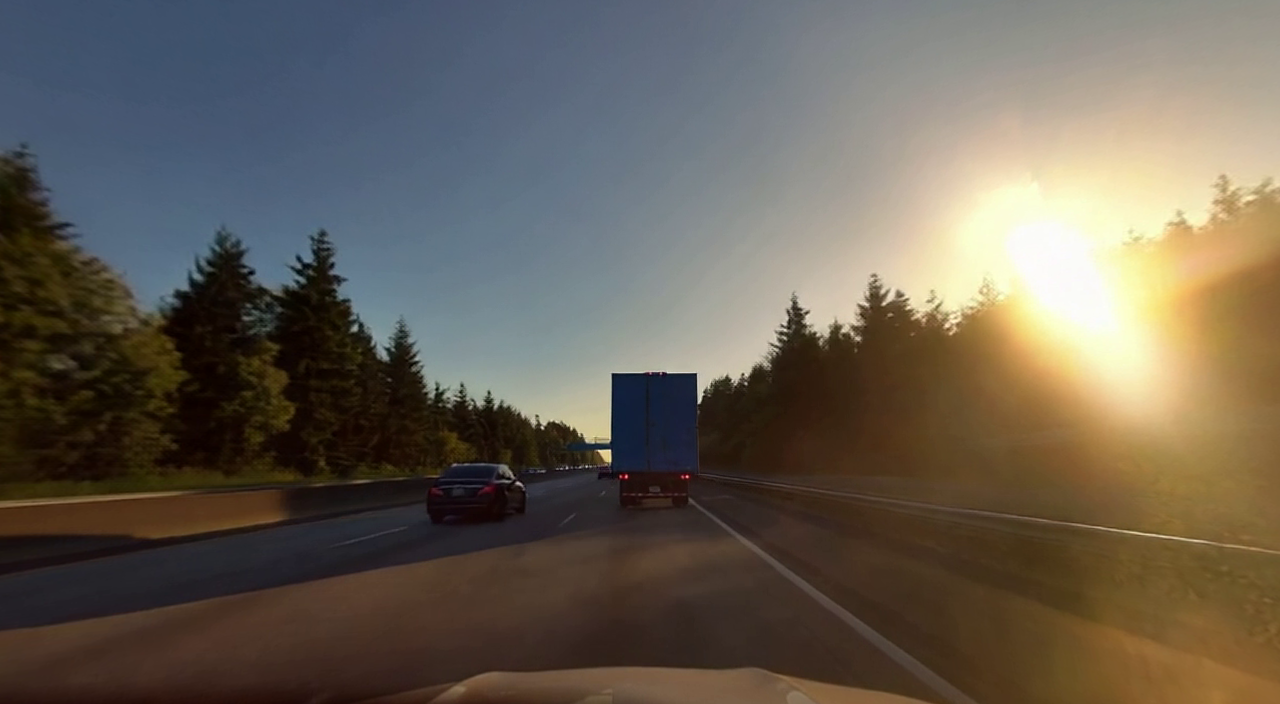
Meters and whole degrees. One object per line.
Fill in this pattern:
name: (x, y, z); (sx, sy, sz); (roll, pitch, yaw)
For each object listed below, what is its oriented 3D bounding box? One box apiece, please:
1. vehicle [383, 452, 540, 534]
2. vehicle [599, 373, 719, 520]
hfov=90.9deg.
vehicle: (-3.782, 3.135, 14.446); (2.079, 1.506, 4.821); (0, -10, 1)
vehicle: (0.514, 3.238, 20.800); (3.008, 3.678, 9.512); (1, -10, 0)
